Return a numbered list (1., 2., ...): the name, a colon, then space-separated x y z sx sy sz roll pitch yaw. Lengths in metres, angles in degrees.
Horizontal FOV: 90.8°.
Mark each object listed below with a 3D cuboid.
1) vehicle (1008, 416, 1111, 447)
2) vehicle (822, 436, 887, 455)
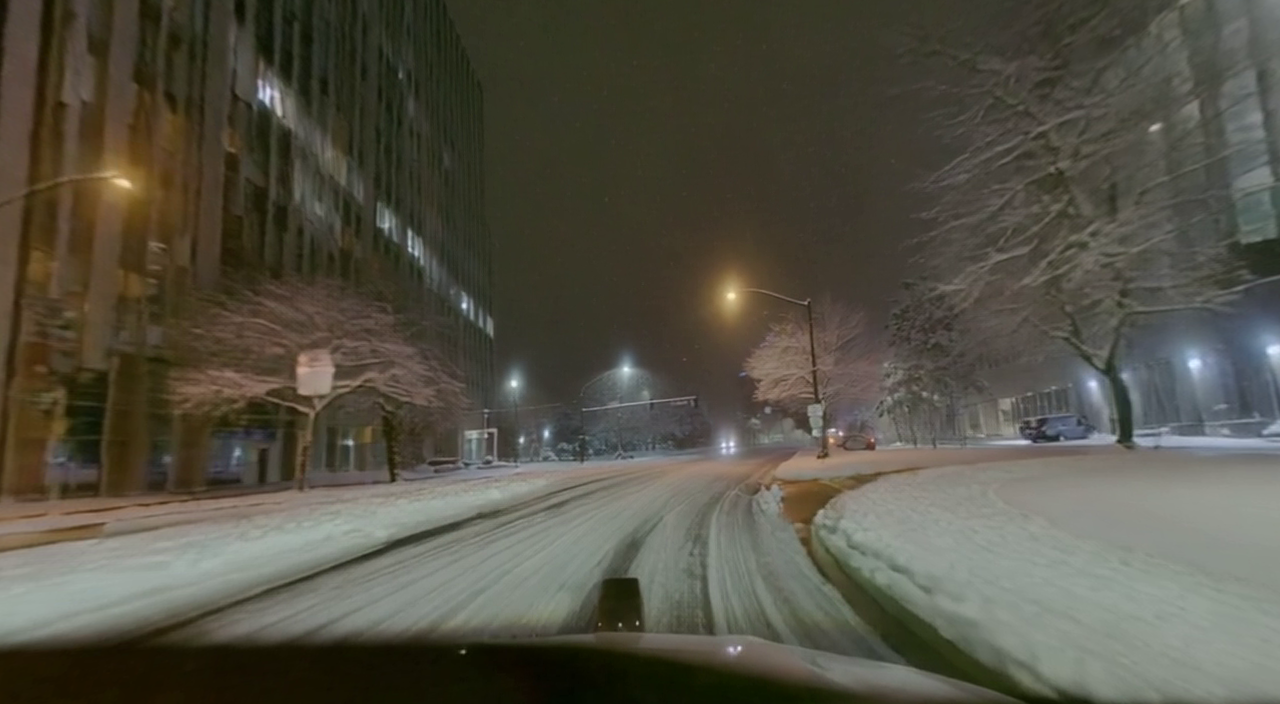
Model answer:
1. vehicle: 25.775 4.947 38.914 4.871 1.757 2.014 -9 -12 44
2. vehicle: 15.980 6.949 47.047 4.218 1.385 1.830 2 -9 -16
